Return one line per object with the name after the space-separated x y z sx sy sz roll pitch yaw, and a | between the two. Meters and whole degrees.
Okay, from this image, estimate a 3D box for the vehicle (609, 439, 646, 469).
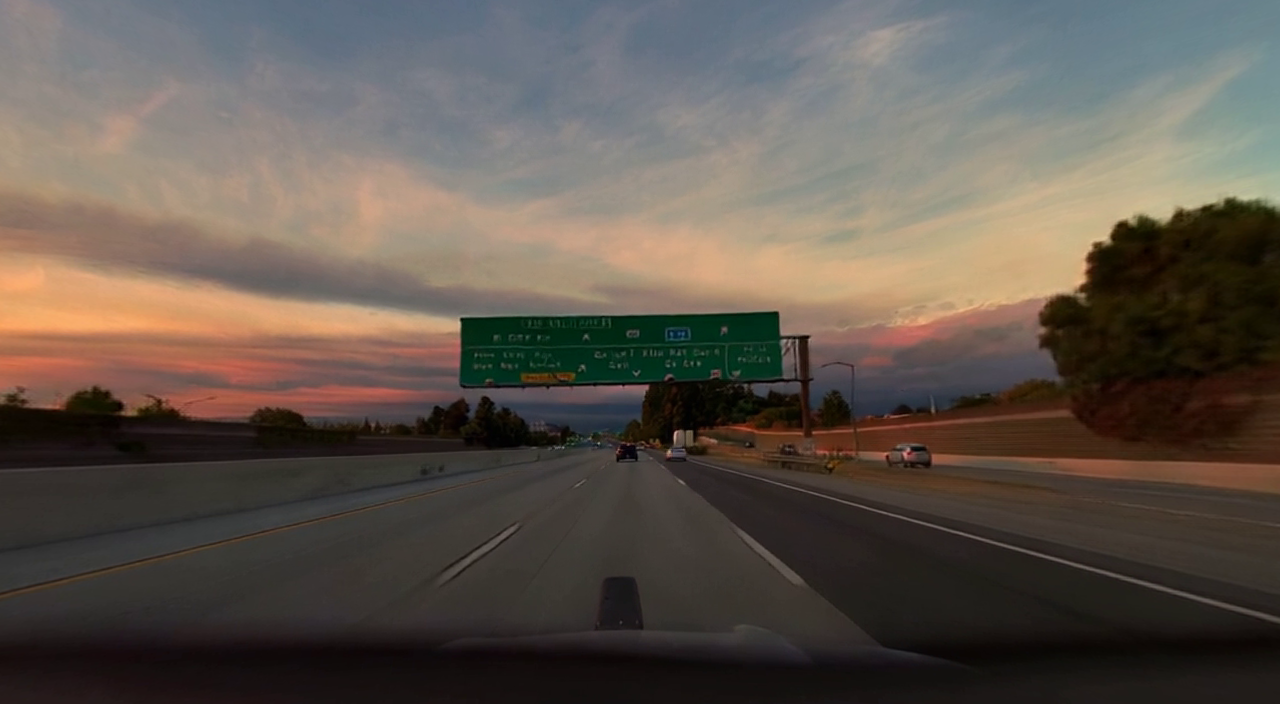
-0.748 6.213 38.720 2.121 1.739 4.087 0 -9 0 | vehicle

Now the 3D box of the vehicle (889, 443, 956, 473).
15.601 5.860 35.098 1.867 1.563 4.436 -1 -9 3 | vehicle
